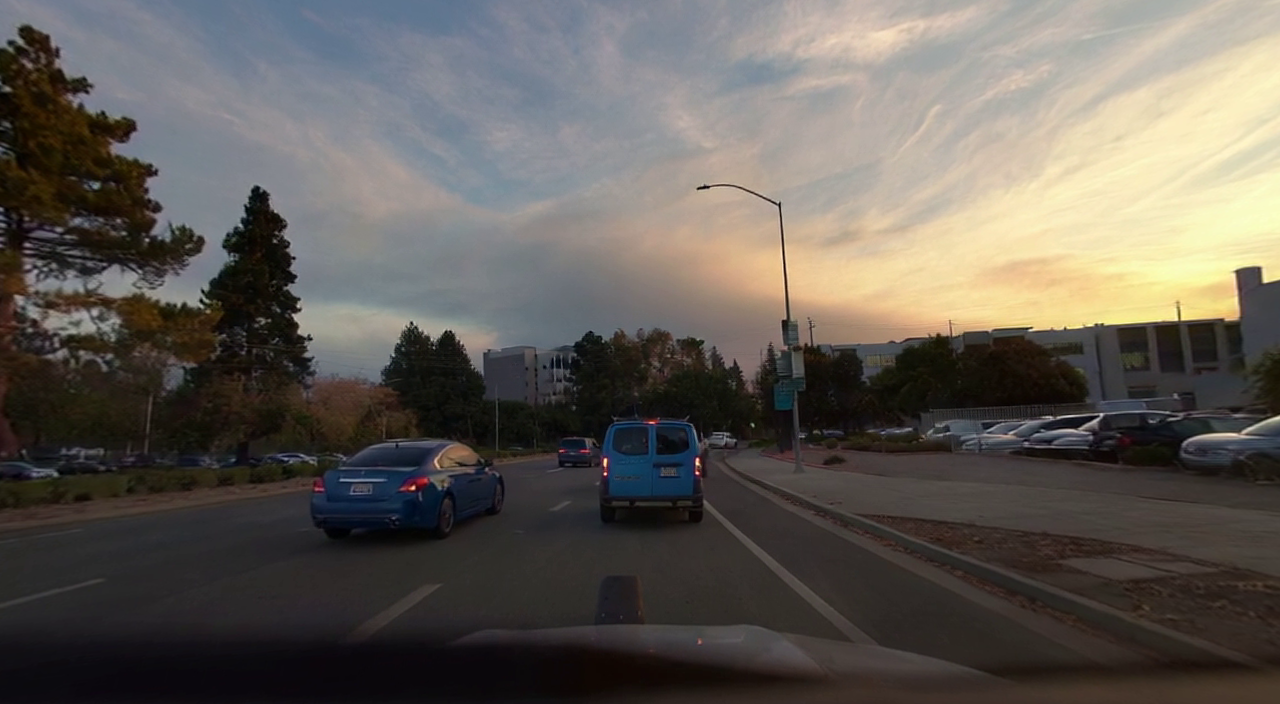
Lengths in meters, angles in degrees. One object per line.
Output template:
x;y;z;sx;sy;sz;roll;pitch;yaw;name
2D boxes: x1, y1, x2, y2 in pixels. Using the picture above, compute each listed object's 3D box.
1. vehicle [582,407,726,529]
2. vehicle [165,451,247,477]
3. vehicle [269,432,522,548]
0.289;2.065;11.696;2.173;1.830;4.189;0;-9;2;vehicle
-32.789;8.455;47.951;1.977;1.788;4.978;-2;-9;13;vehicle
-3.592;2.122;10.525;1.991;1.459;4.813;-1;-9;4;vehicle
